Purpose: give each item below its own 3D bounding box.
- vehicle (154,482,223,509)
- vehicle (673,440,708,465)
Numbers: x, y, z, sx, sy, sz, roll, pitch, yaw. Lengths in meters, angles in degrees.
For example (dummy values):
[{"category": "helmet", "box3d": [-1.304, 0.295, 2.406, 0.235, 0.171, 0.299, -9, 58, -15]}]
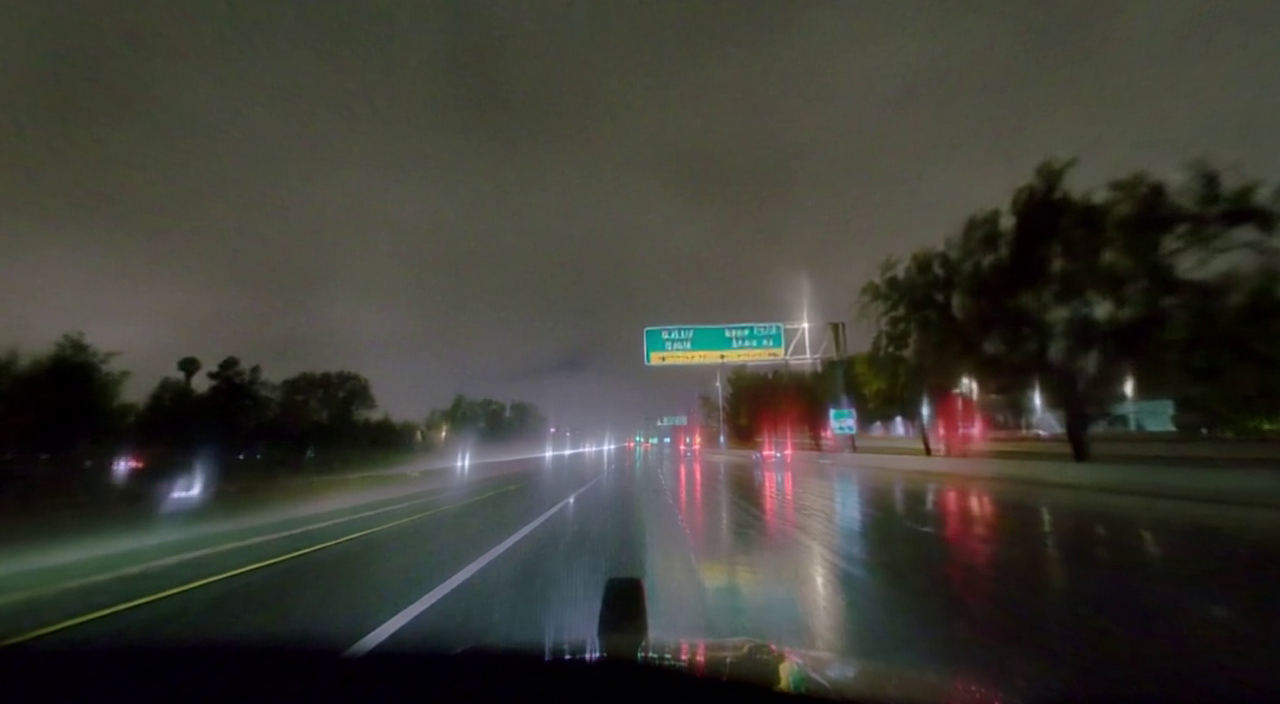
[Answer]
[{"category": "vehicle", "box3d": [-32.733, 10.397, 45.873, 1.843, 1.550, 4.537, 0, -8, -3]}, {"category": "vehicle", "box3d": [3.713, 7.458, 47.076, 2.099, 1.748, 4.331, 0, -8, -1]}]
